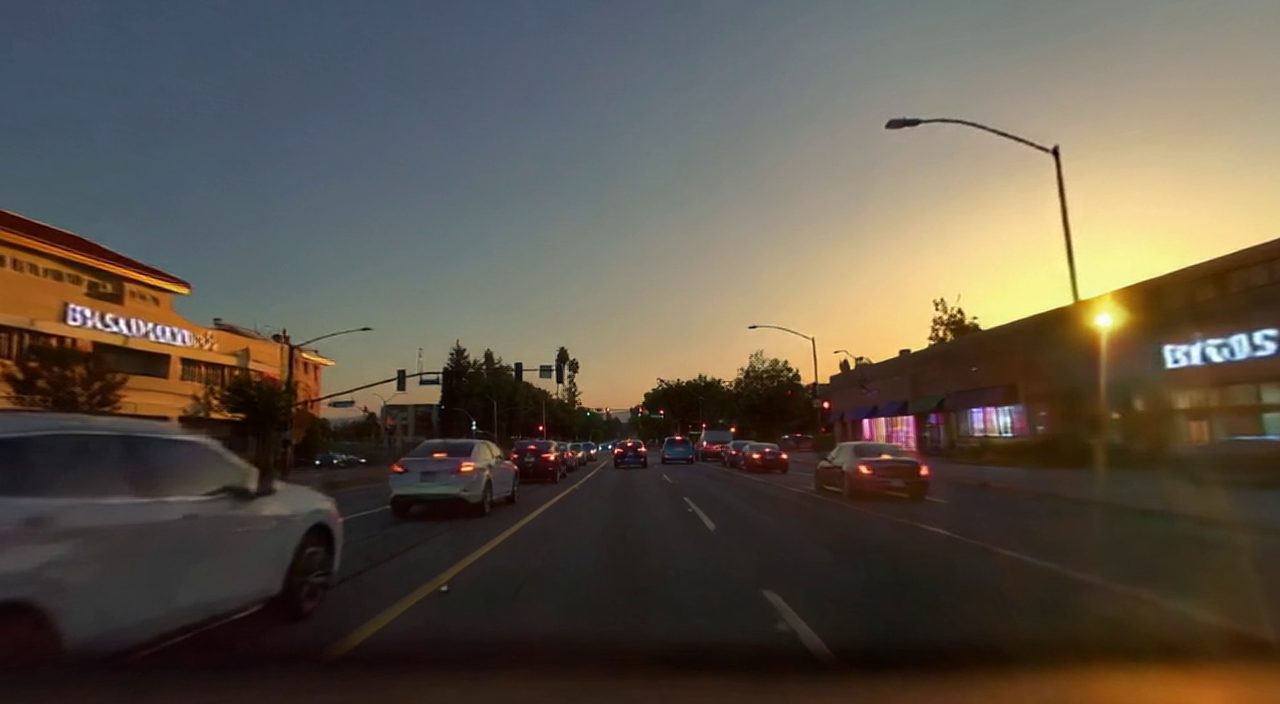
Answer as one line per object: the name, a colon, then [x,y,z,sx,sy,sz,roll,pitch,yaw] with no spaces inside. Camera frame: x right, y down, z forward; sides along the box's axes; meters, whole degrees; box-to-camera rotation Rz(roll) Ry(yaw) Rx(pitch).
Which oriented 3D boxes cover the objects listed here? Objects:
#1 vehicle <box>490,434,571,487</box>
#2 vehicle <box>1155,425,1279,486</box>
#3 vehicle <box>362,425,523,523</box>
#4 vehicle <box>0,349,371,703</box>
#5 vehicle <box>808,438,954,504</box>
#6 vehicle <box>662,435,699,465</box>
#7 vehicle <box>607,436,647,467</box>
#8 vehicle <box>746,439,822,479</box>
vehicle: [-3.631,3.681,21.783,2.063,1.625,4.290,0,-8,-1]
vehicle: [16.406,2.684,16.531,1.819,1.457,4.680,0,-8,-1]
vehicle: [-3.705,2.360,12.709,1.934,1.624,3.964,0,-8,0]
vehicle: [-3.428,0.962,3.257,2.143,1.643,4.336,0,-8,0]
vehicle: [6.003,2.998,16.415,2.017,1.453,4.497,0,-8,0]
vehicle: [2.557,6.333,40.933,2.018,1.779,4.338,0,-8,-2]
vehicle: [-0.773,5.944,37.963,2.261,1.741,4.255,0,-8,-1]
vehicle: [5.879,4.422,26.392,1.969,1.502,4.663,0,-8,-2]
